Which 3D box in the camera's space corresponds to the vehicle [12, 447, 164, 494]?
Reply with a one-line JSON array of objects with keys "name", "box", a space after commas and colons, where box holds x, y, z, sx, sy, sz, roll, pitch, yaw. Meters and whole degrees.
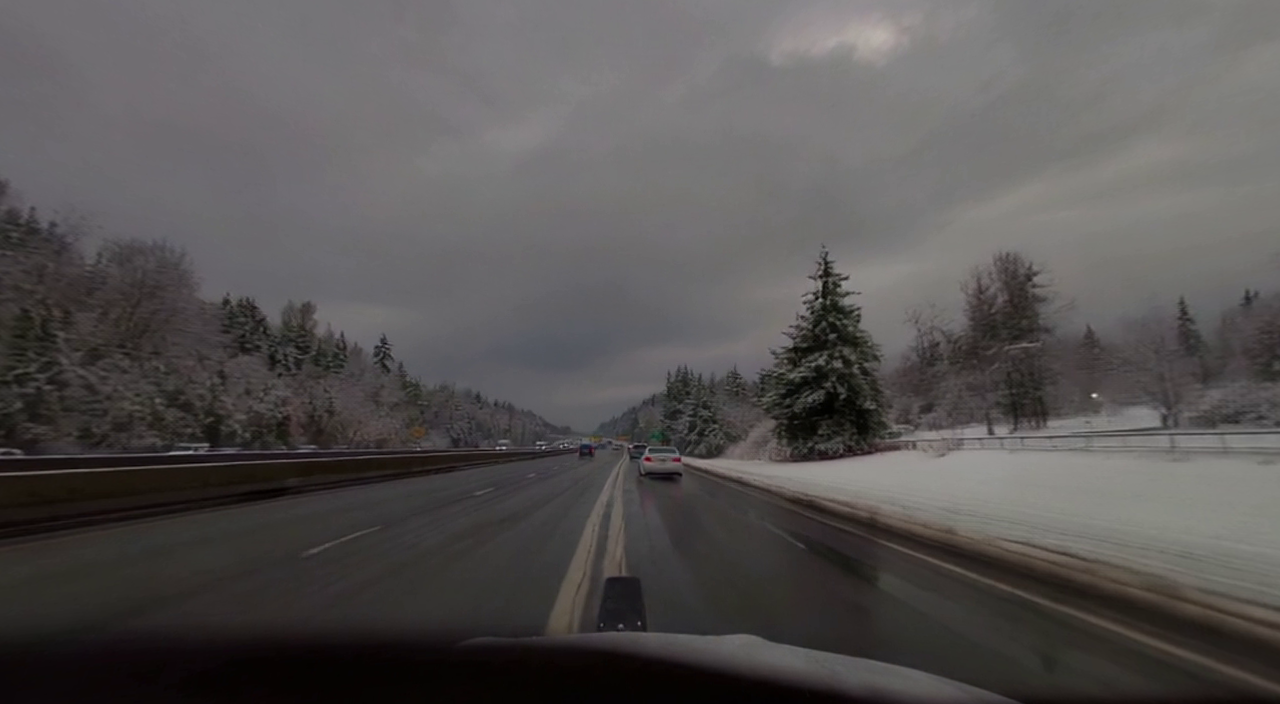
[{"name": "vehicle", "box": [-19.535, 4.183, 22.571, 1.832, 1.520, 4.003, 0, -9, -1]}]

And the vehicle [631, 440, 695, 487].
[{"name": "vehicle", "box": [0.684, 3.798, 21.664, 1.960, 1.456, 3.818, 0, -9, -2]}]
